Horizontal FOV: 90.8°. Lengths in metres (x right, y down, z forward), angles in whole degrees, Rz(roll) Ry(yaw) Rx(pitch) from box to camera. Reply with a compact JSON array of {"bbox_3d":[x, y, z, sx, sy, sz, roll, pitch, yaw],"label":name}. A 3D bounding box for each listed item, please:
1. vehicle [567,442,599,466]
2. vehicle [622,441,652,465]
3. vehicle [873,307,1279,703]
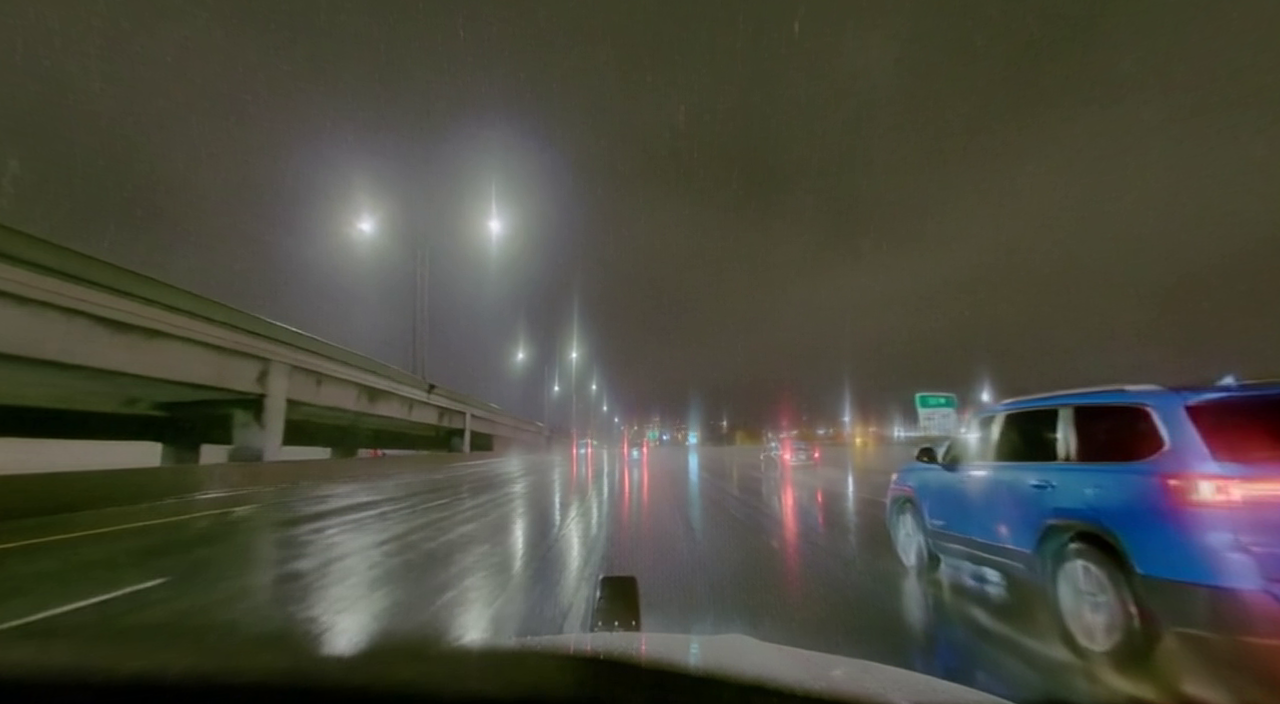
[{"bbox_3d":[-4.081,7.336,45.778,2.000,1.646,4.201,0,-8,-1],"label":"vehicle"},{"bbox_3d":[-0.227,7.389,46.501,2.132,1.657,3.967,0,-8,-1],"label":"vehicle"},{"bbox_3d":[3.718,1.014,4.384,2.288,1.841,4.779,0,-8,-1],"label":"vehicle"}]
